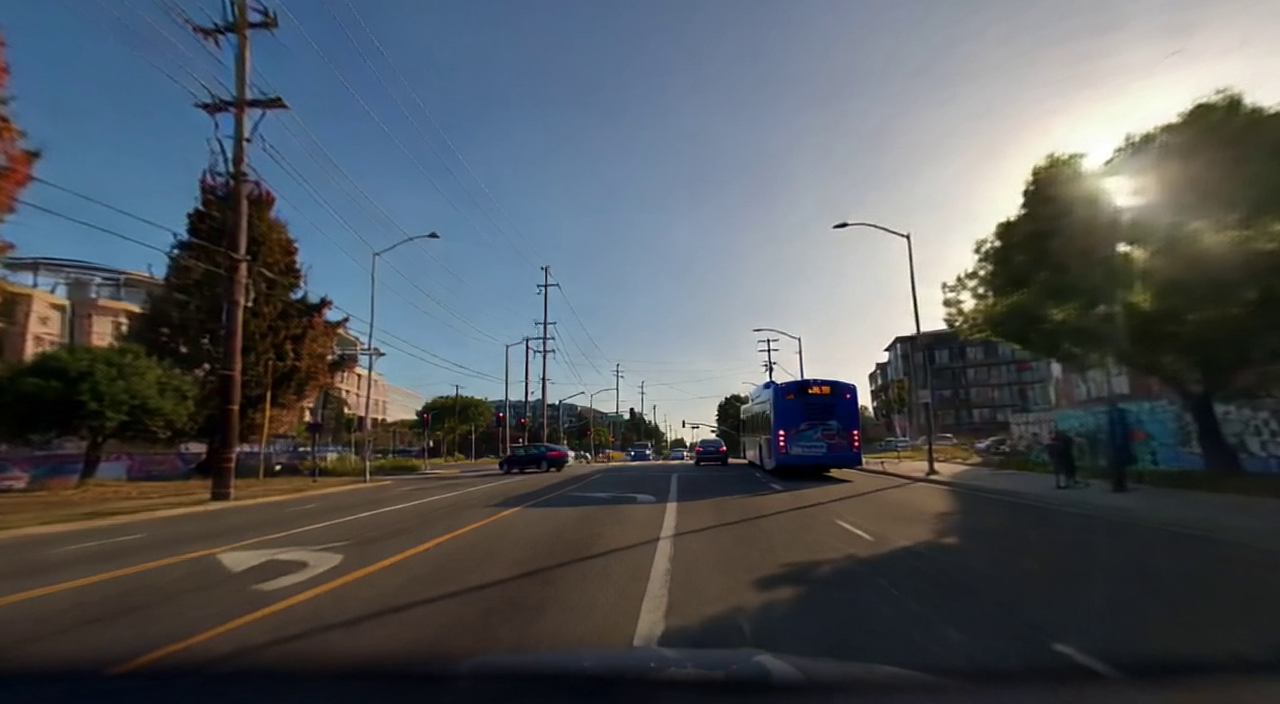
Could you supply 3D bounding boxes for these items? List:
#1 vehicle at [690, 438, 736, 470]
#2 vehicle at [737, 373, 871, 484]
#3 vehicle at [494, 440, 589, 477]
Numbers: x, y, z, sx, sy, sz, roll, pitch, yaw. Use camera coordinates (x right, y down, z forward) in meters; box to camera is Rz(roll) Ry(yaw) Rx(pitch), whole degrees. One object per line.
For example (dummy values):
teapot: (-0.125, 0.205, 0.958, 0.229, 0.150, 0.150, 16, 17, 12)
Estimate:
vehicle: (3.547, 5.021, 31.423, 1.961, 1.470, 4.196, -1, -8, 3)
vehicle: (6.125, 3.311, 26.217, 3.045, 3.447, 12.604, -1, -8, 4)
vehicle: (-4.561, 4.806, 28.820, 4.420, 1.544, 2.018, -8, -12, 44)
